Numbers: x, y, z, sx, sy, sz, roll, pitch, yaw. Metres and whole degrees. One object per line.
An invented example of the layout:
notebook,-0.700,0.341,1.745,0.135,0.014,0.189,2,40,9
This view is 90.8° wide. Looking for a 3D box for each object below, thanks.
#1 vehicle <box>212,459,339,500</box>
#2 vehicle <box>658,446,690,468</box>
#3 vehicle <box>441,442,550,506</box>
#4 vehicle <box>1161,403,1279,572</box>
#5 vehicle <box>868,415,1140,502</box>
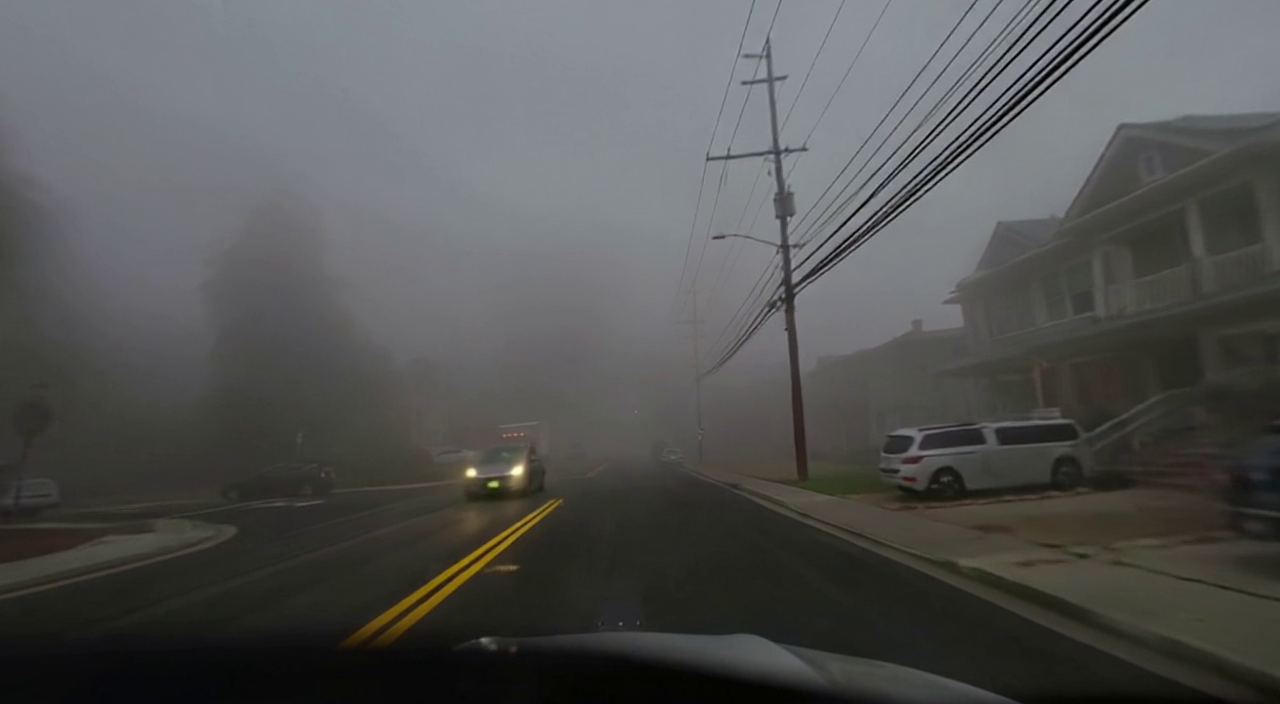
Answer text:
vehicle,-15.443,5.400,26.961,4.204,1.626,1.874,1,-9,-6
vehicle,2.339,7.441,44.837,1.890,1.463,4.952,0,-9,-2
vehicle,-3.706,3.196,17.048,1.912,1.491,4.375,0,-9,0
vehicle,8.084,1.288,6.133,4.270,1.557,1.967,0,-9,-1
vehicle,8.025,2.394,14.348,4.836,1.806,2.121,0,-9,-1
